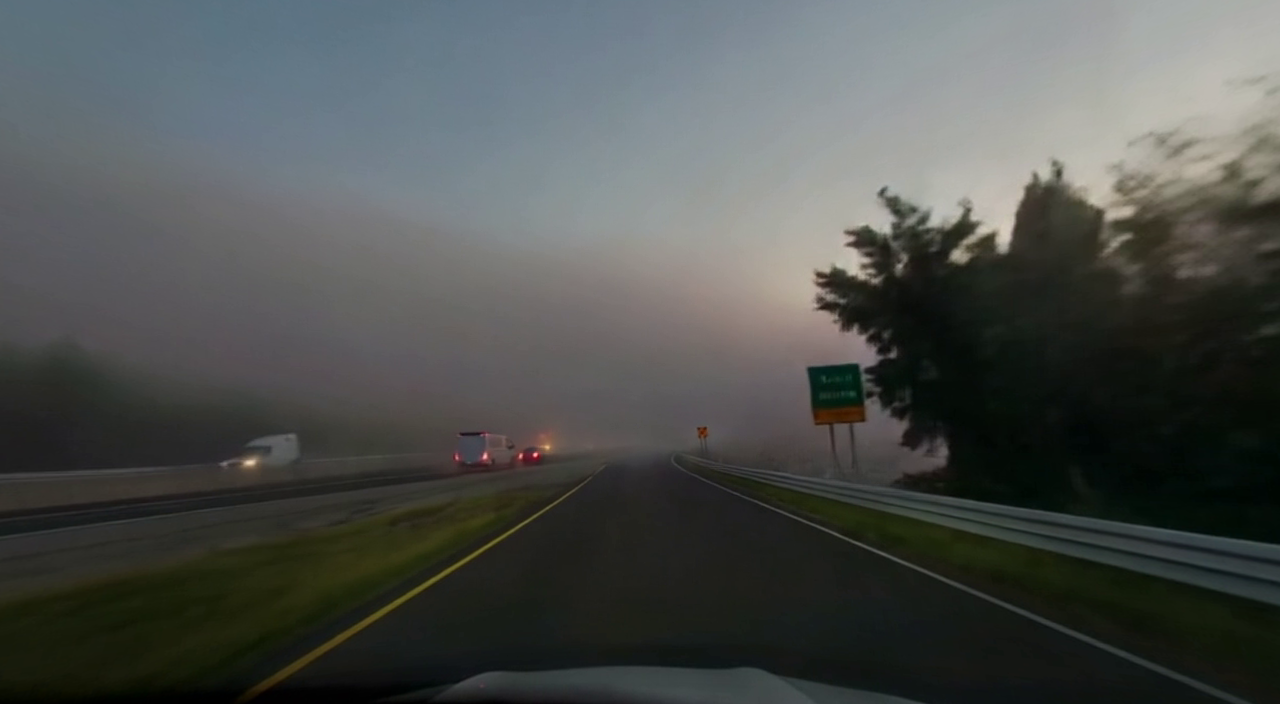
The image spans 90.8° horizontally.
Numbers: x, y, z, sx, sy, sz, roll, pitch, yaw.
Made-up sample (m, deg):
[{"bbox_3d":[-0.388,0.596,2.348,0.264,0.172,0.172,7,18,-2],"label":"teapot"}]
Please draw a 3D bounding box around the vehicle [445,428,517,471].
[{"bbox_3d":[-11.049,6.936,44.774,2.344,2.702,7.709,-1,-9,6],"label":"vehicle"}]

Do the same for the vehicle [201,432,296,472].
[{"bbox_3d":[-29.291,7.510,47.586,2.684,2.789,5.961,-2,-9,9],"label":"vehicle"}]
